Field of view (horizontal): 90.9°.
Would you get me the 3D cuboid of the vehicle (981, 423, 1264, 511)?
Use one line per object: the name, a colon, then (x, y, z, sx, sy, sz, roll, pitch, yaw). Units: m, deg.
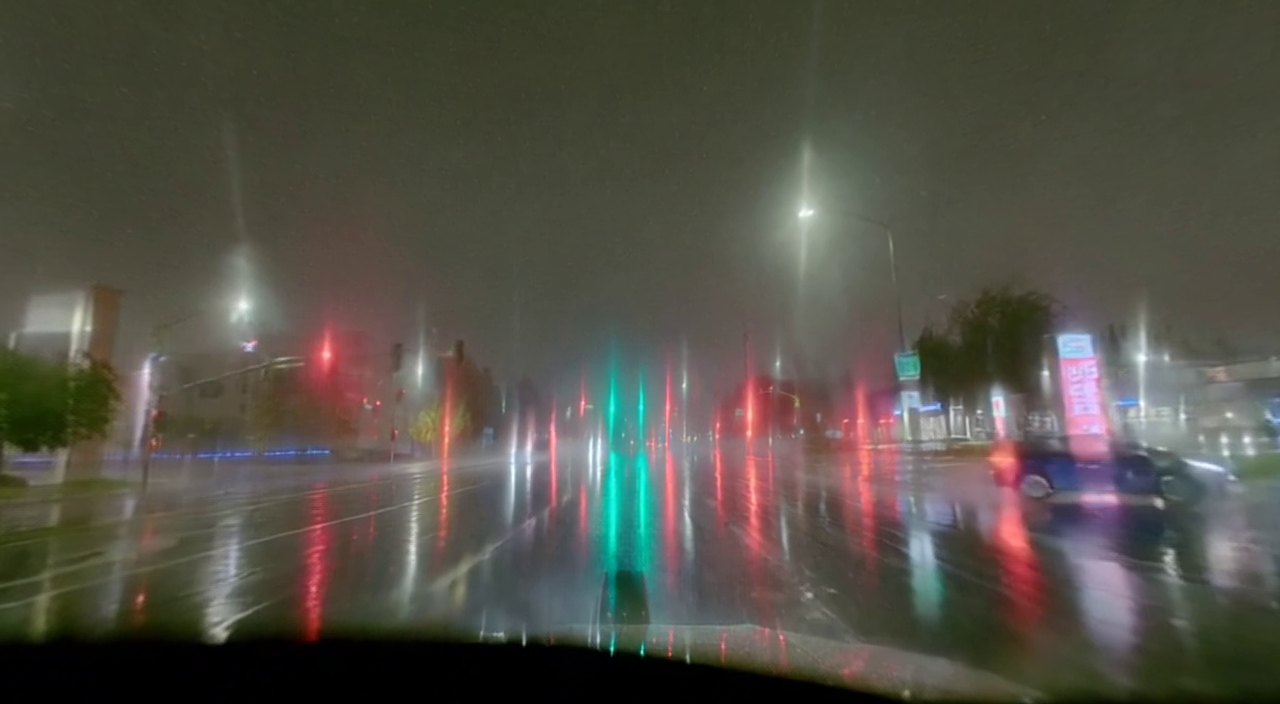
vehicle: (9.452, 2.277, 12.683, 4.007, 1.591, 1.915, -1, -8, 3)

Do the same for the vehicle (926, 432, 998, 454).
vehicle: (22.447, 6.323, 43.950, 4.694, 1.481, 1.884, 4, -9, -25)
